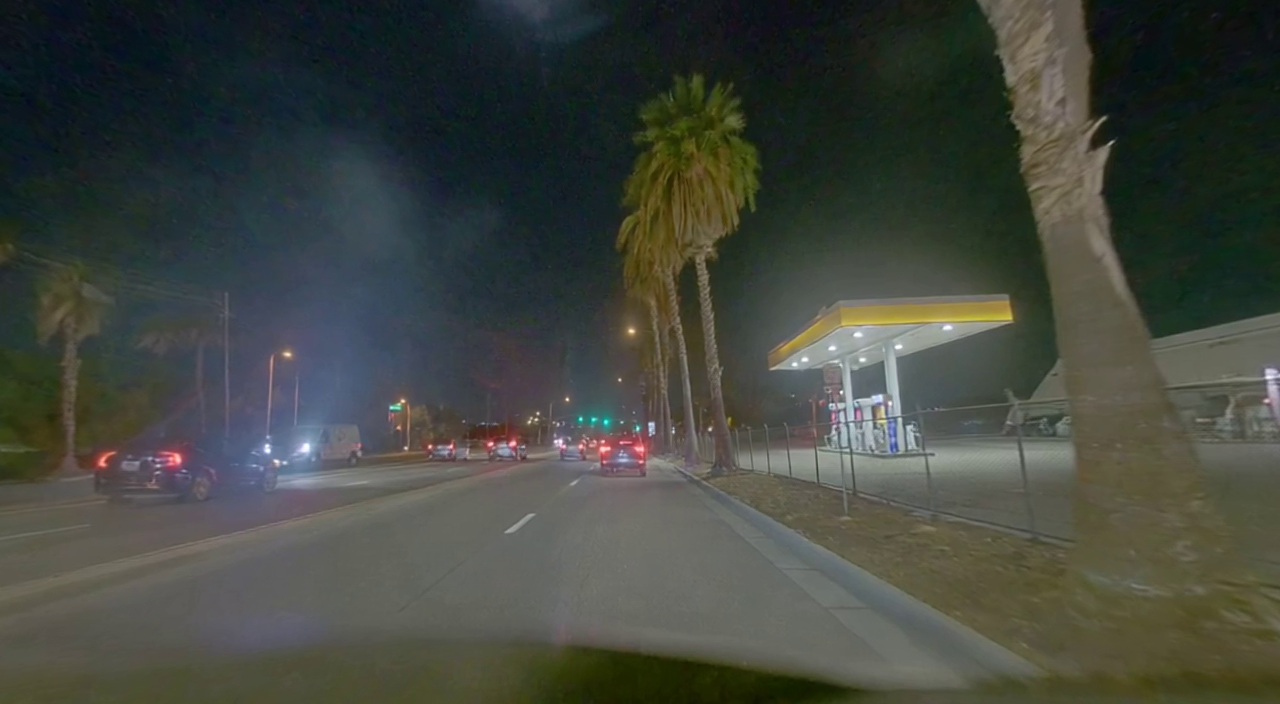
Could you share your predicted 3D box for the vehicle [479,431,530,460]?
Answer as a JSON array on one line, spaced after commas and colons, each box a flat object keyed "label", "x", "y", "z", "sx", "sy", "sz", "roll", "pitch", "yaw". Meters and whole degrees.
[{"label": "vehicle", "x": -7.914, "y": 5.504, "z": 37.029, "sx": 2.099, "sy": 1.608, "sz": 4.420, "roll": 0, "pitch": -8, "yaw": -1}]

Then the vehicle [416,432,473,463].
[{"label": "vehicle", "x": -11.698, "y": 5.769, "z": 37.932, "sx": 1.998, "sy": 1.731, "sz": 4.952, "roll": 0, "pitch": -8, "yaw": -1}]

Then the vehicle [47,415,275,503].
[{"label": "vehicle", "x": -10.904, "y": 2.472, "z": 14.827, "sx": 1.965, "sy": 1.743, "sz": 4.327, "roll": 0, "pitch": -8, "yaw": -1}]

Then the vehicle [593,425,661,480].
[{"label": "vehicle", "x": -0.413, "y": 3.447, "z": 21.718, "sx": 2.121, "sy": 1.710, "sz": 3.893, "roll": 0, "pitch": -8, "yaw": 0}]

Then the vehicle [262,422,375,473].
[{"label": "vehicle", "x": -16.315, "y": 4.917, "z": 32.421, "sx": 2.726, "sy": 2.339, "sz": 6.253, "roll": 0, "pitch": -8, "yaw": -3}]
